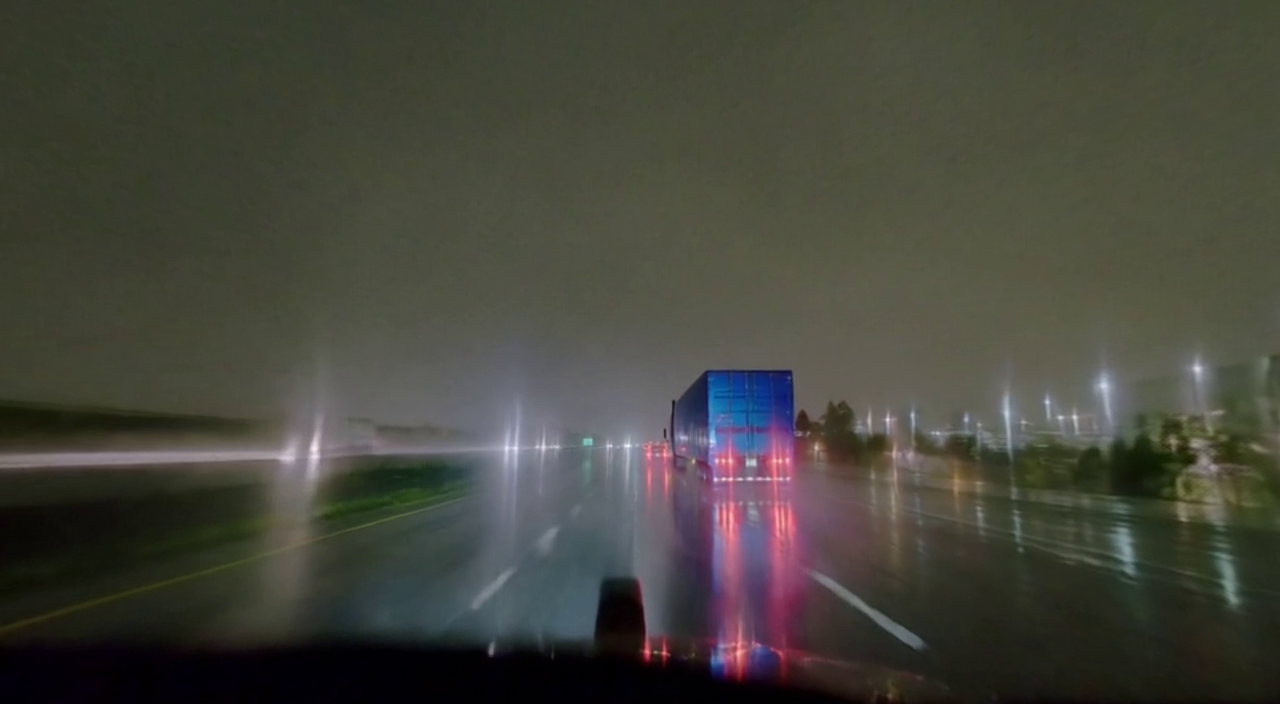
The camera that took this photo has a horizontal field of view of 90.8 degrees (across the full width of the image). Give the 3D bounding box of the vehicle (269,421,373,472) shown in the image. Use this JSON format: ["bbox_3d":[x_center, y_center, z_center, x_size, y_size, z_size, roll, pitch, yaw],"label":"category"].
[{"bbox_3d":[-18.762,5.649,37.664,2.480,2.709,7.046,0,-9,0],"label":"vehicle"}]

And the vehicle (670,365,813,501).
[{"bbox_3d":[3.508,3.748,27.667,3.462,4.177,16.311,0,-9,0],"label":"vehicle"}]
